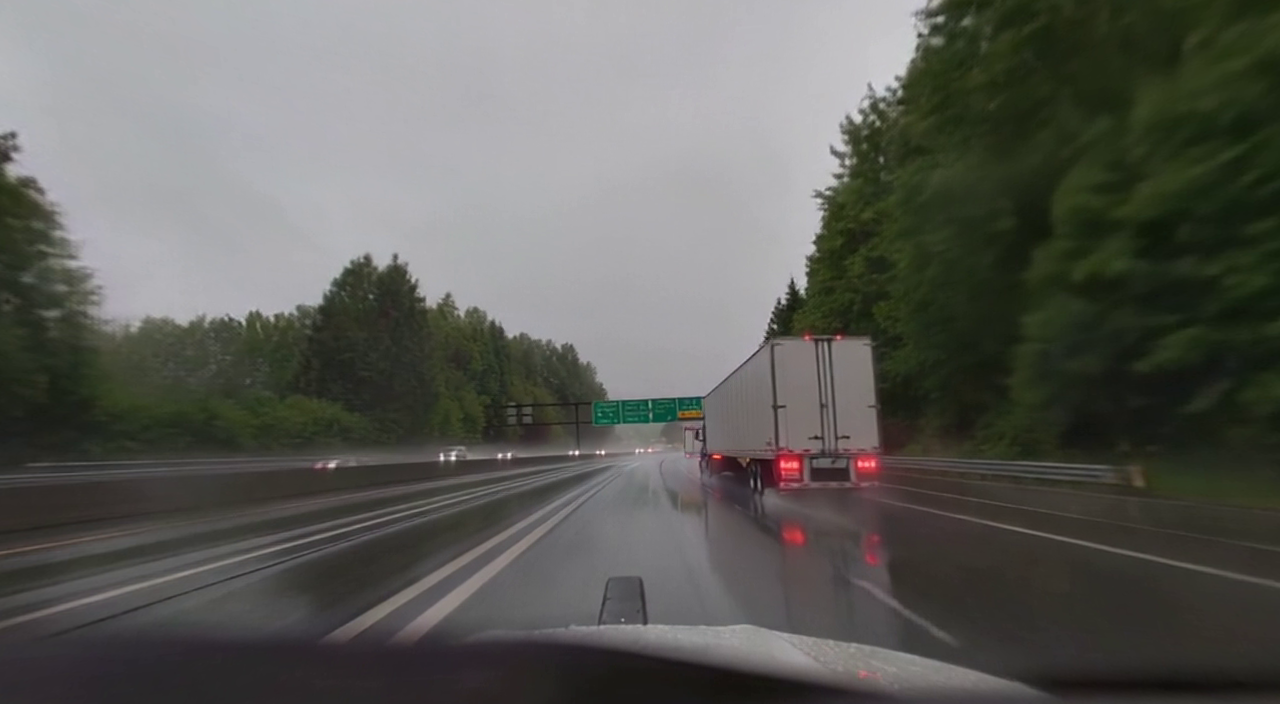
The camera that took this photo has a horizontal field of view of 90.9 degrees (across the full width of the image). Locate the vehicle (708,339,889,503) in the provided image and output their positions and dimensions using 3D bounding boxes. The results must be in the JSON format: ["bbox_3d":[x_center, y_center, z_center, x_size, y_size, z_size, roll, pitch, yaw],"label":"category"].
[{"bbox_3d":[4.576,2.715,22.320,2.859,3.984,14.045,0,-9,0],"label":"vehicle"}]
